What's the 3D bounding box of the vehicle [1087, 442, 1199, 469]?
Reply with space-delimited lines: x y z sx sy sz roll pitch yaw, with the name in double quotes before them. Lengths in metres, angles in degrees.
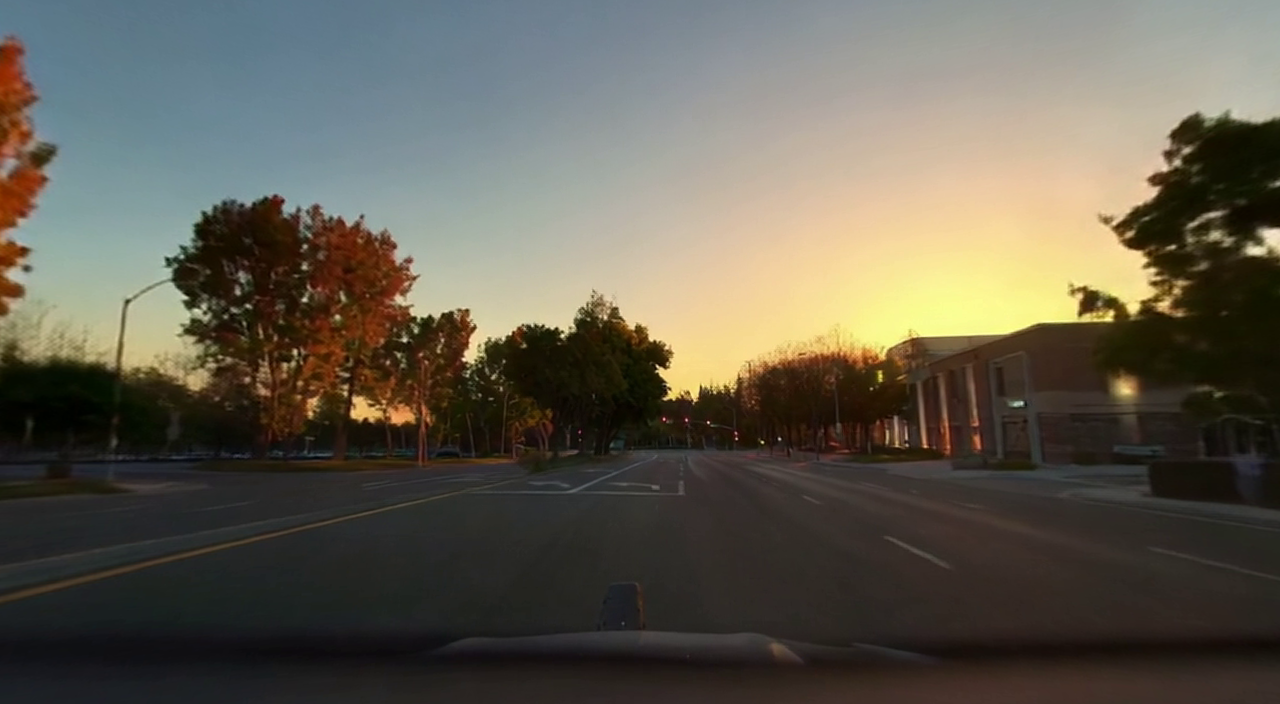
"vehicle" 27.971 5.748 35.046 4.440 1.378 1.936 0 -7 6
